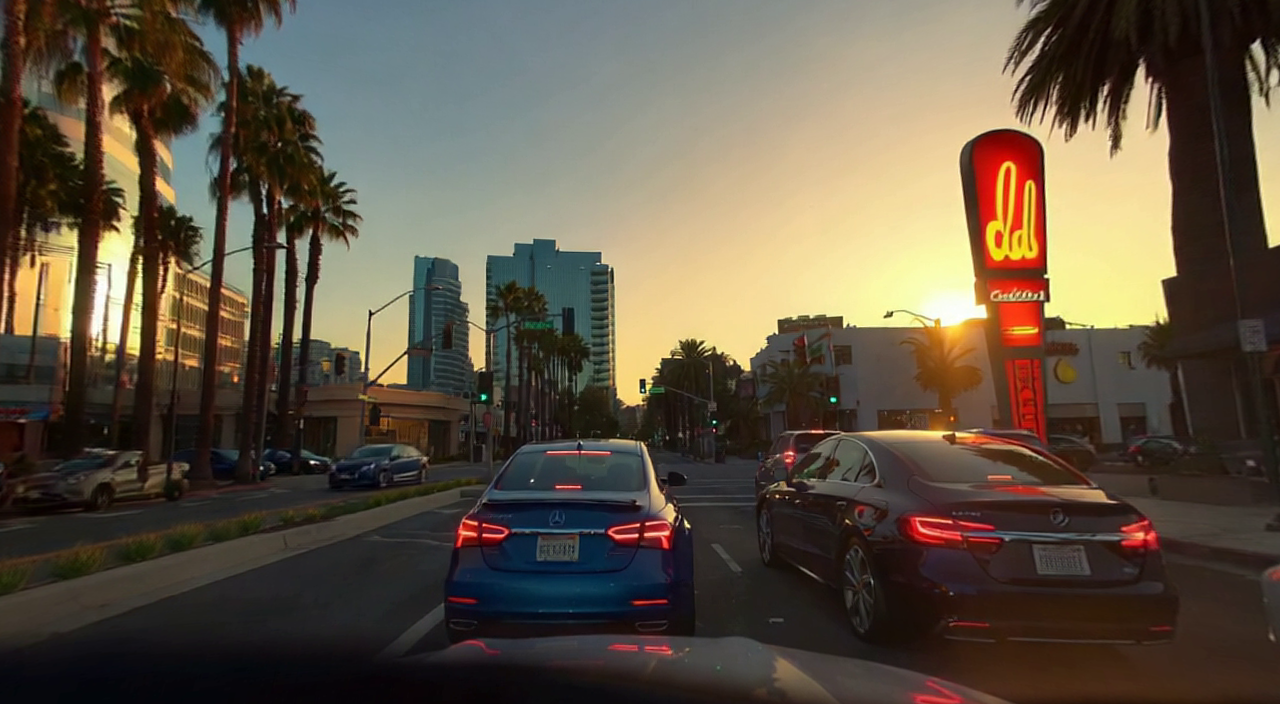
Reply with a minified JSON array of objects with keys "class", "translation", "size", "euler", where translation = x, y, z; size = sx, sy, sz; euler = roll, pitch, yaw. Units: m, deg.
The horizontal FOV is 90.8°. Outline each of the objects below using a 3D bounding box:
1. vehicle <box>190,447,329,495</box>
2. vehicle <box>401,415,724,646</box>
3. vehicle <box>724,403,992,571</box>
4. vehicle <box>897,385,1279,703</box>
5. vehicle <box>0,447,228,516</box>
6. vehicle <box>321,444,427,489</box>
[{"class":"vehicle","translation":[-12.874,4.018,21.815],"size":[1.856,1.455,4.700],"euler":[0,-9,0]},{"class":"vehicle","translation":[-0.511,1.471,6.228],"size":[2.096,1.492,4.071],"euler":[0,-9,0]},{"class":"vehicle","translation":[2.626,1.765,9.007],"size":[2.096,1.775,4.440],"euler":[0,-9,-2]},{"class":"vehicle","translation":[2.607,0.812,1.488],"size":[2.085,1.469,4.458],"euler":[0,-9,-1]},{"class":"vehicle","translation":[-12.851,3.138,15.926],"size":[1.870,1.475,4.531],"euler":[0,-9,0]},{"class":"vehicle","translation":[-9.389,4.048,22.759],"size":[1.949,1.442,4.502],"euler":[0,-9,-1]}]
